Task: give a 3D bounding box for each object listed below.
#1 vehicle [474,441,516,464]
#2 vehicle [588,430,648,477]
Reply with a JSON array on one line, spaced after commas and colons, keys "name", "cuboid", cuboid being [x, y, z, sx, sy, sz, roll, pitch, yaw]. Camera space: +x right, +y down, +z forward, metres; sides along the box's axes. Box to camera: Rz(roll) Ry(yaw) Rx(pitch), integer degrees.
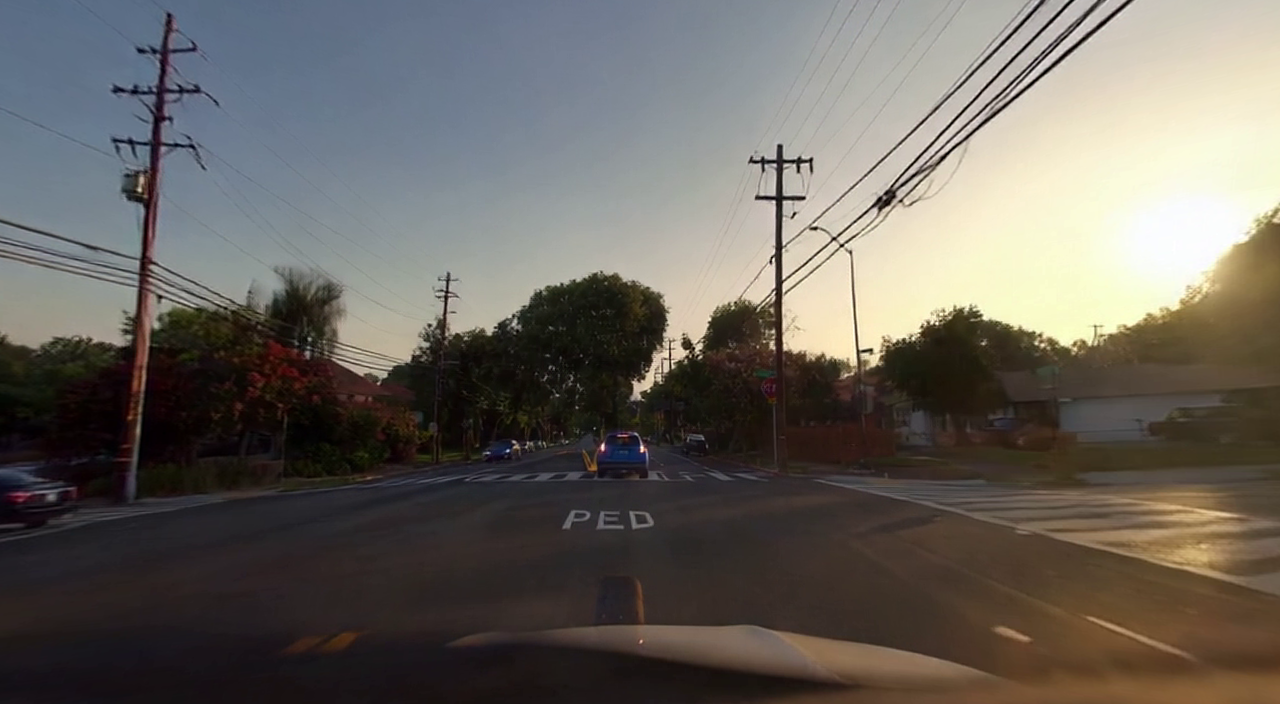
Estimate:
[{"name": "vehicle", "cuboid": [-9.924, 6.903, 43.527, 1.934, 1.506, 4.032, 0, -8, -1]}, {"name": "vehicle", "cuboid": [-0.689, 3.446, 21.596, 1.877, 1.448, 3.830, 0, -8, 0]}]
